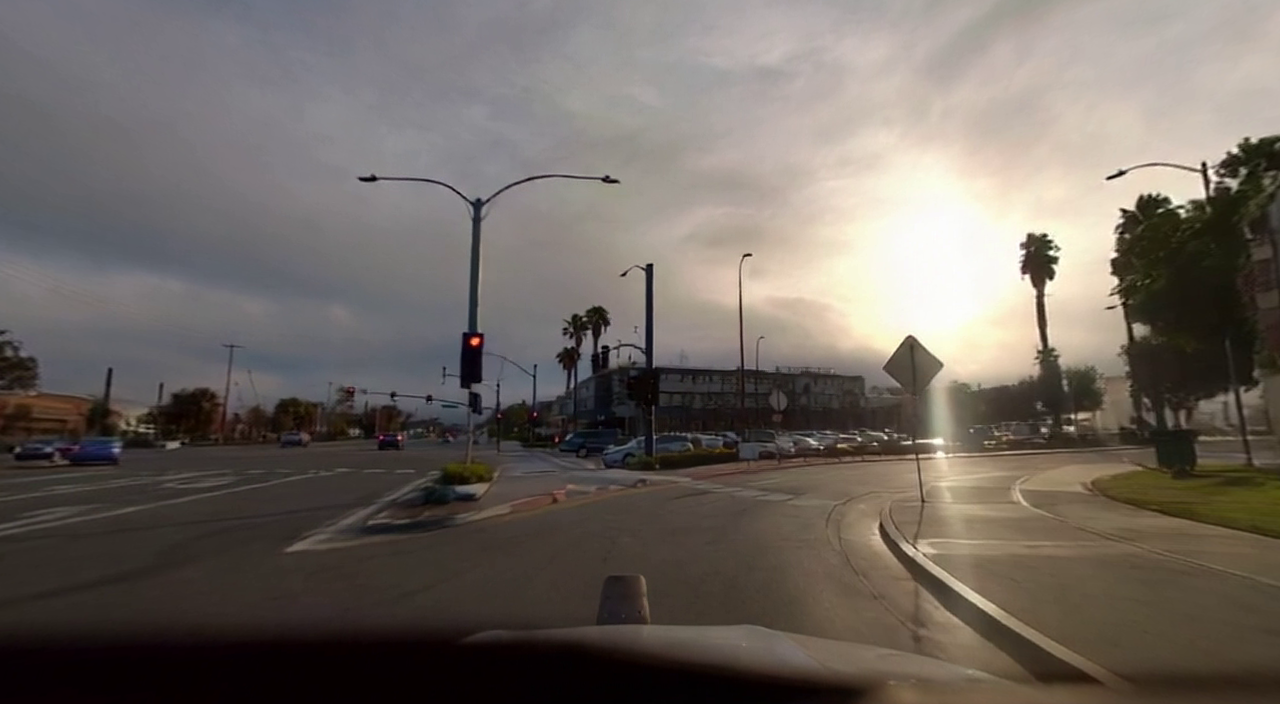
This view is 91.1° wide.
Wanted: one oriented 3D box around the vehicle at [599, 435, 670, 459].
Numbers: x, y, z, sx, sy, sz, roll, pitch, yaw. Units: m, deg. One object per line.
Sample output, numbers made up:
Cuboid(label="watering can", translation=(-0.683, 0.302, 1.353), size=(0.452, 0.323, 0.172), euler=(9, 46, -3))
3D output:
Cuboid(label="vehicle", translation=(-0.405, 6.589, 43.607), size=(4.648, 1.501, 1.862), euler=(3, -9, -11))

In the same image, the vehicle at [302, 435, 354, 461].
Cuboid(label="vehicle", translation=(-20.176, 6.210, 40.722), size=(1.977, 1.584, 3.983), euler=(2, -9, -12))

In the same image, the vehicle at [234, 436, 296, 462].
Cuboid(label="vehicle", translation=(-22.923, 5.964, 38.561), size=(1.900, 1.462, 4.225), euler=(2, -9, -12))

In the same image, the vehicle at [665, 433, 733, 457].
Cuboid(label="vehicle", translation=(4.451, 7.037, 47.591), size=(4.713, 1.664, 1.909), euler=(1, -10, -12))

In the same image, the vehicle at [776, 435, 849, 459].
Cuboid(label="vehicle", translation=(13.567, 7.497, 49.446), size=(5.112, 1.593, 1.865), euler=(-1, -9, -12))

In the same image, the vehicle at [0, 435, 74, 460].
Cuboid(label="vehicle", translation=(-43.234, 6.799, 44.893), size=(4.371, 1.712, 1.992), euler=(-3, -9, 19))

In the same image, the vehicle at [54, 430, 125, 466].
Cuboid(label="vehicle", translation=(-28.645, 5.005, 32.806), size=(2.156, 1.742, 4.264), euler=(6, -10, -34))

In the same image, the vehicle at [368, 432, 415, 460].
Cuboid(label="vehicle", translation=(-16.680, 6.320, 42.326), size=(2.114, 1.784, 4.450), euler=(2, -9, -11))

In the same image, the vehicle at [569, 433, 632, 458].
Cuboid(label="vehicle", translation=(-2.925, 6.958, 46.396), size=(4.333, 1.626, 1.888), euler=(4, -11, -11))
